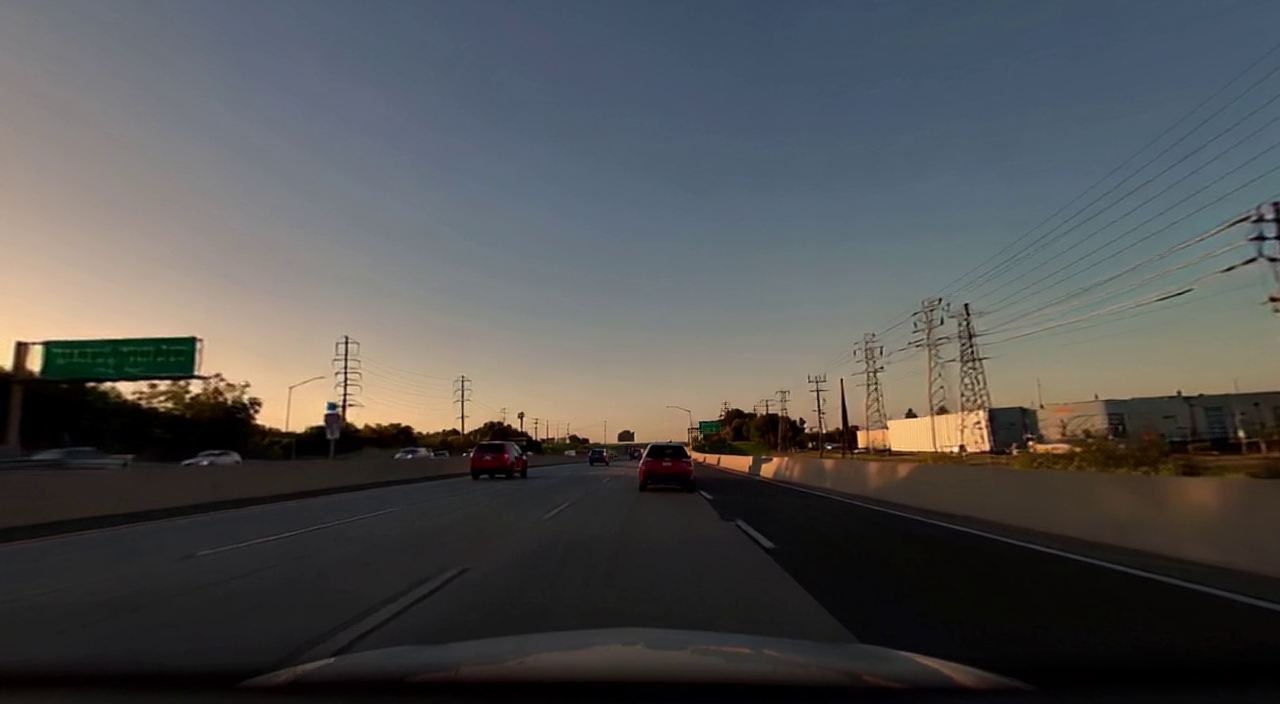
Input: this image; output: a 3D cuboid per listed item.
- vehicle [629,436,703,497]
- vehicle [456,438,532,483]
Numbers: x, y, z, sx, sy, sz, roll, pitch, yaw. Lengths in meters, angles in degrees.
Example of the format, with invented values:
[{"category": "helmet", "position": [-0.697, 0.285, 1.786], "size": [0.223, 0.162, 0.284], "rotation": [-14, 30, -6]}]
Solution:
[{"category": "vehicle", "position": [0.776, 3.626, 20.390], "size": [2.134, 1.733, 4.049], "rotation": [0, -8, 0]}, {"category": "vehicle", "position": [-6.415, 4.819, 28.355], "size": [2.220, 1.841, 4.516], "rotation": [0, -8, 1]}]
